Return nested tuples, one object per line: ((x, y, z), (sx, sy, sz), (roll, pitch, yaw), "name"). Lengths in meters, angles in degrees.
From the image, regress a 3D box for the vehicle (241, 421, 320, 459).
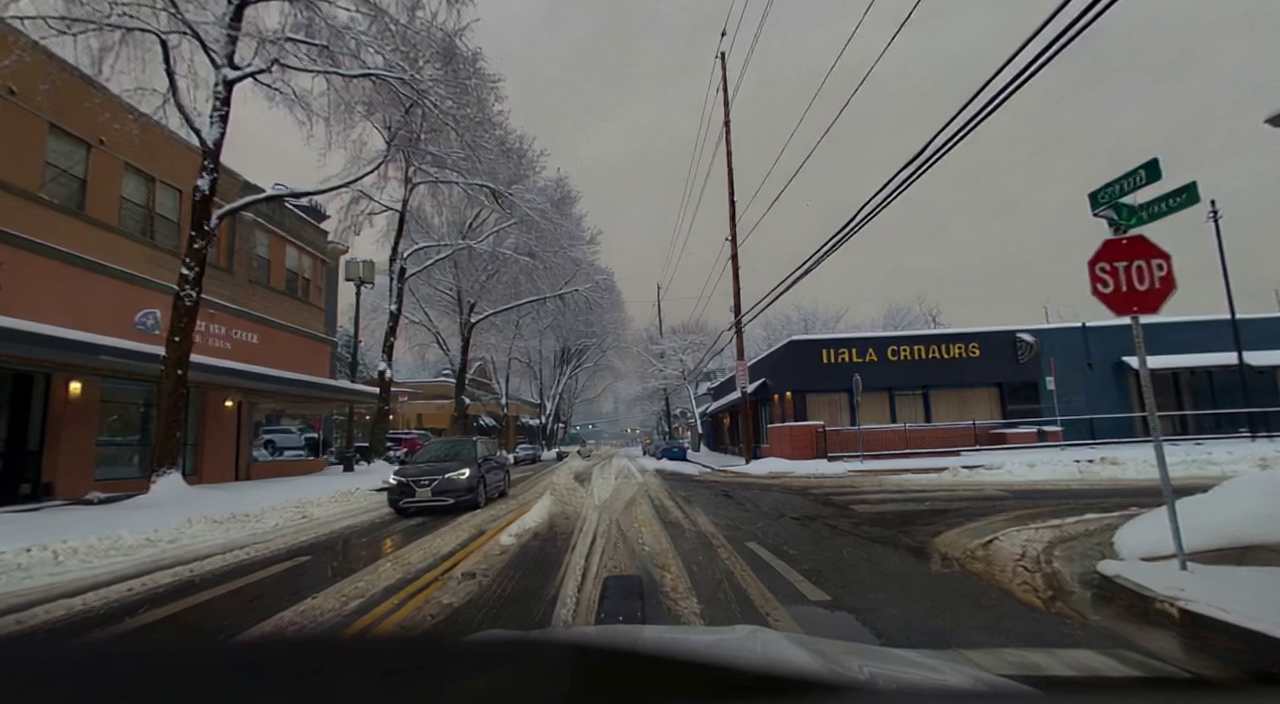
((-28.119, 6.975, 49.756), (2.249, 2.760, 6.636), (0, -8, 0), "vehicle")

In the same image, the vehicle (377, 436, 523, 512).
((-4.250, 2.803, 15.056), (2.140, 1.512, 4.536), (0, -8, -1), "vehicle")

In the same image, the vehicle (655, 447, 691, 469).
((2.108, 6.927, 41.504), (1.877, 1.373, 3.854), (0, -8, -3), "vehicle")

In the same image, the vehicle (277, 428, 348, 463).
((-25.428, 7.285, 49.331), (2.288, 2.514, 5.886), (0, -8, 0), "vehicle")

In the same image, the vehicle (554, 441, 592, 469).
((-5.068, 7.915, 48.766), (2.495, 1.966, 4.846), (0, -8, -1), "vehicle")
